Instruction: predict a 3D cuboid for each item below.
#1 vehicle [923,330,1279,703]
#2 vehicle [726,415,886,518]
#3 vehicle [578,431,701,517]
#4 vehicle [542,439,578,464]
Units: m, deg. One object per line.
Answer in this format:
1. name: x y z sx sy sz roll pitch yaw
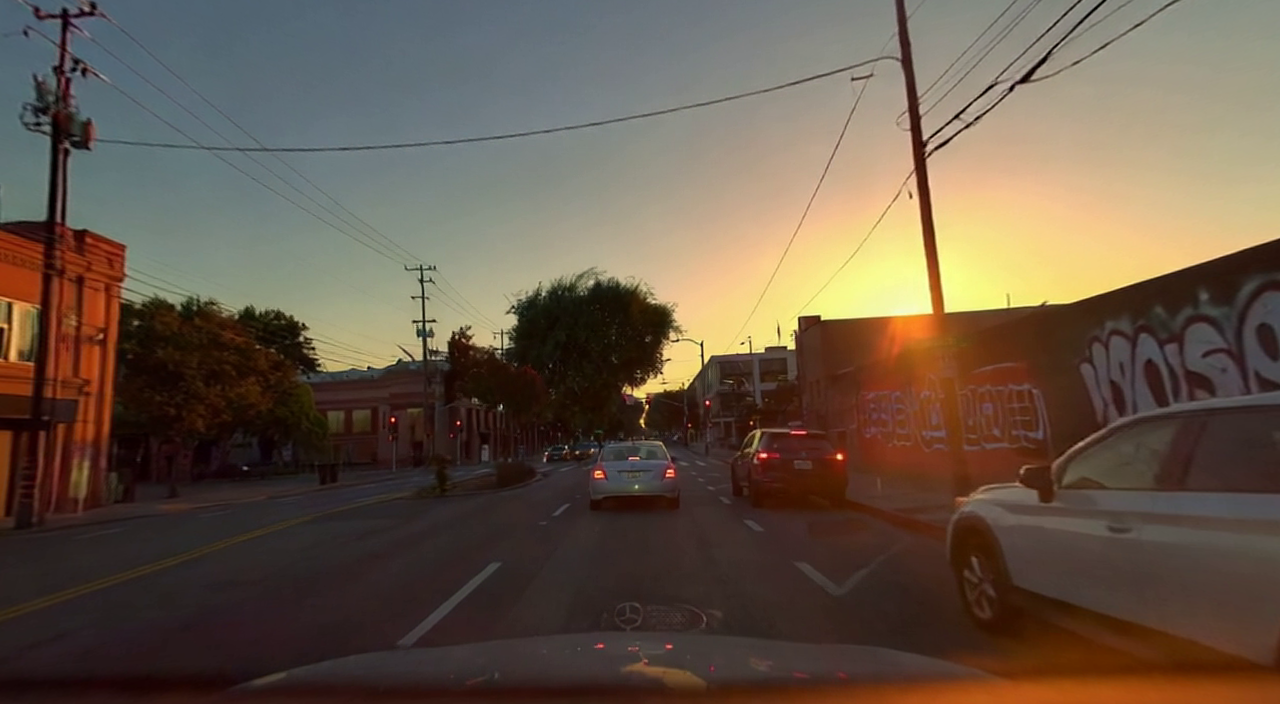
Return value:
1. vehicle: 3.282 0.872 2.855 1.938 1.714 4.402 0 -8 1
2. vehicle: 3.241 2.356 13.384 2.060 1.783 4.579 0 -9 -1
3. vehicle: 0.026 2.491 13.365 2.153 1.505 4.452 0 -8 1
4. vehicle: -5.793 7.287 46.035 2.059 1.699 4.252 0 -8 1
